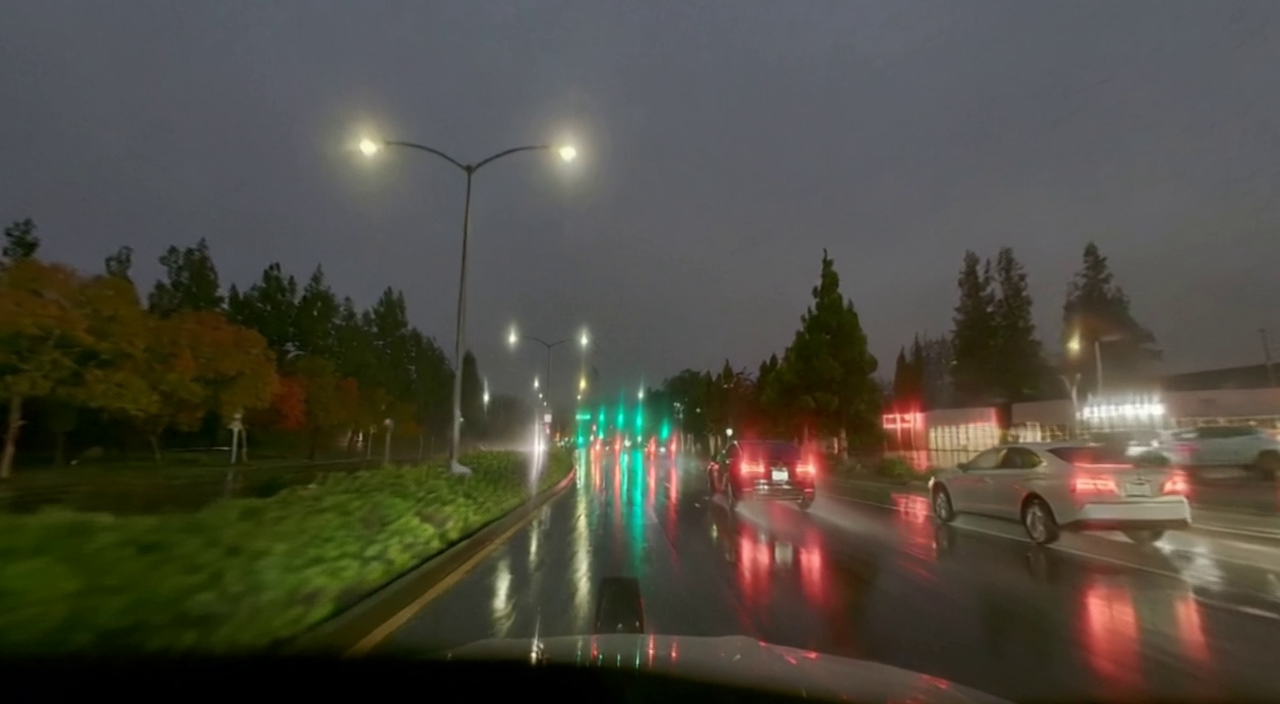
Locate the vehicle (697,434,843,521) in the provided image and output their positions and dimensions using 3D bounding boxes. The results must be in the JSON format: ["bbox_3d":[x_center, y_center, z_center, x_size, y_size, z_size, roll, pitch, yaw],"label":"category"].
[{"bbox_3d":[2.411,2.443,12.872,1.883,1.452,4.258,1,-8,-3],"label":"vehicle"}]

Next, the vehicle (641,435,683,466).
[{"bbox_3d":[1.249,5.867,37.715,2.000,1.745,4.206,1,-8,-5],"label":"vehicle"}]

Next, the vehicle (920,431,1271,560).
[{"bbox_3d":[6.228,1.966,9.433,1.917,1.457,4.274,1,-8,-3],"label":"vehicle"}]

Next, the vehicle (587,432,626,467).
[{"bbox_3d":[-1.897,5.441,35.202,2.051,1.798,4.168,1,-8,-4],"label":"vehicle"}]
